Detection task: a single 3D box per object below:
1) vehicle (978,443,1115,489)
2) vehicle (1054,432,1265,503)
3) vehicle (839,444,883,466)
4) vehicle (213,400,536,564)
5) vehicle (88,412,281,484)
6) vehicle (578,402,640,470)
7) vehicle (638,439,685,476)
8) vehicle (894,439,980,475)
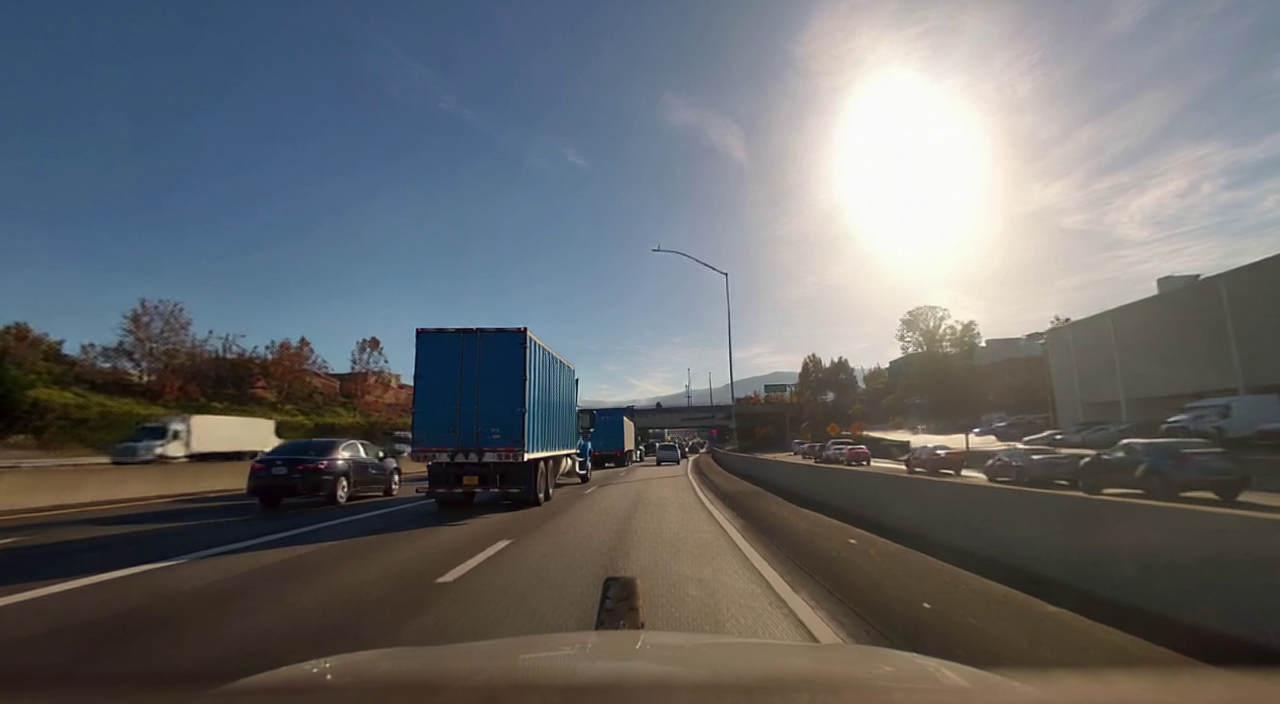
[{"bbox_3d":[14.390,4.049,22.738,1.872,1.454,4.908,0,-9,3],"label":"vehicle"},{"bbox_3d":[14.071,3.148,17.569,2.022,1.675,4.792,-1,-9,4],"label":"vehicle"},{"bbox_3d":[16.064,7.509,46.015,1.859,1.452,4.749,-1,-9,4],"label":"vehicle"},{"bbox_3d":[-3.304,1.714,8.893,2.896,1.779,3.441,1,-9,2],"label":"vehicle"},{"bbox_3d":[-18.742,4.056,26.632,2.693,2.620,6.899,0,-9,3],"label":"vehicle"},{"bbox_3d":[-1.795,5.578,41.222,3.073,3.894,9.782,-1,-9,3],"label":"vehicle"},{"bbox_3d":[1.109,5.167,31.029,2.178,1.640,4.071,-1,-9,4],"label":"vehicle"},{"bbox_3d":[14.901,5.292,31.972,2.237,1.656,4.676,0,-9,2],"label":"vehicle"}]
